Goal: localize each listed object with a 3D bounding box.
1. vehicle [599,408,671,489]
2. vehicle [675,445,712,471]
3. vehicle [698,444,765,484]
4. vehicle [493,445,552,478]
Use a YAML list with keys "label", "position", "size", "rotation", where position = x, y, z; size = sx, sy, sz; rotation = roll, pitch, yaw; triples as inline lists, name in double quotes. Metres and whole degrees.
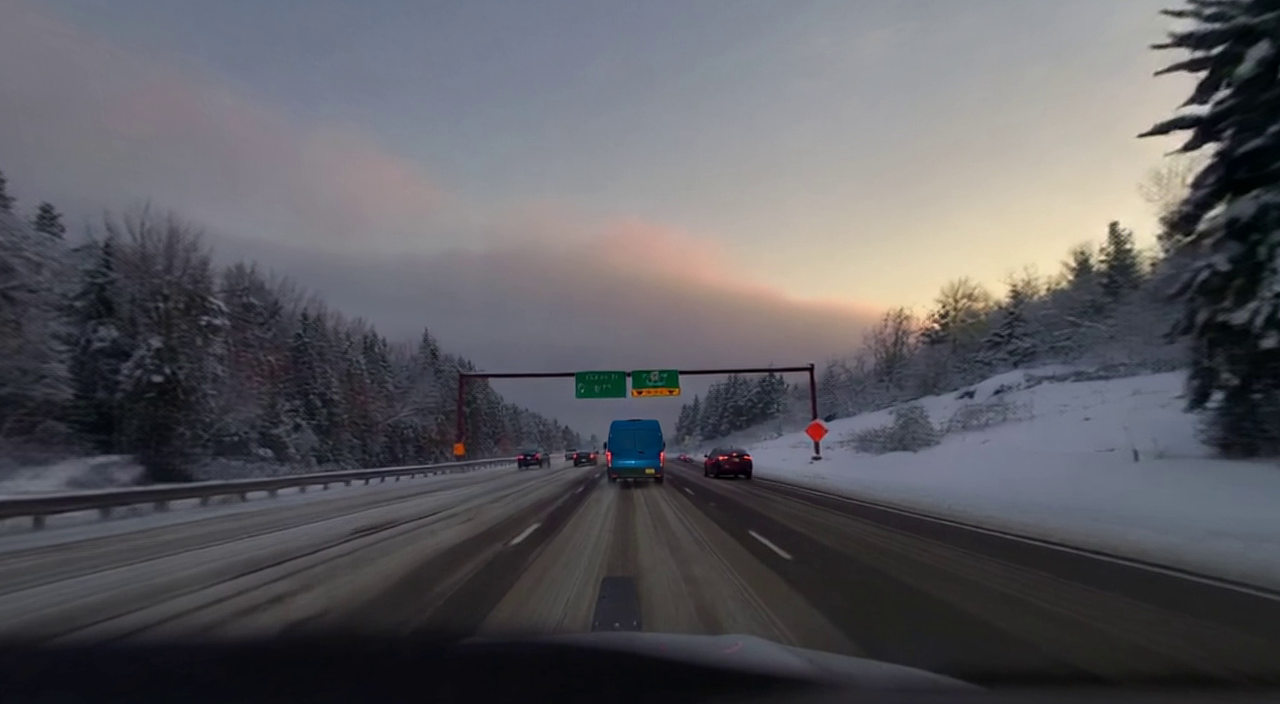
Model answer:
- label: "vehicle"
  position: [-0.200, 3.476, 22.598]
  size: [2.268, 2.551, 5.144]
  rotation: [0, -9, -1]
- label: "vehicle"
  position: [3.379, 6.801, 40.377]
  size: [1.978, 1.510, 4.462]
  rotation: [-1, -9, 1]
- label: "vehicle"
  position: [3.653, 4.597, 25.986]
  size: [2.015, 1.491, 4.732]
  rotation: [0, -9, -1]
- label: "vehicle"
  position: [-5.703, 5.374, 30.928]
  size: [2.003, 1.498, 4.386]
  rotation: [-1, -9, 1]
